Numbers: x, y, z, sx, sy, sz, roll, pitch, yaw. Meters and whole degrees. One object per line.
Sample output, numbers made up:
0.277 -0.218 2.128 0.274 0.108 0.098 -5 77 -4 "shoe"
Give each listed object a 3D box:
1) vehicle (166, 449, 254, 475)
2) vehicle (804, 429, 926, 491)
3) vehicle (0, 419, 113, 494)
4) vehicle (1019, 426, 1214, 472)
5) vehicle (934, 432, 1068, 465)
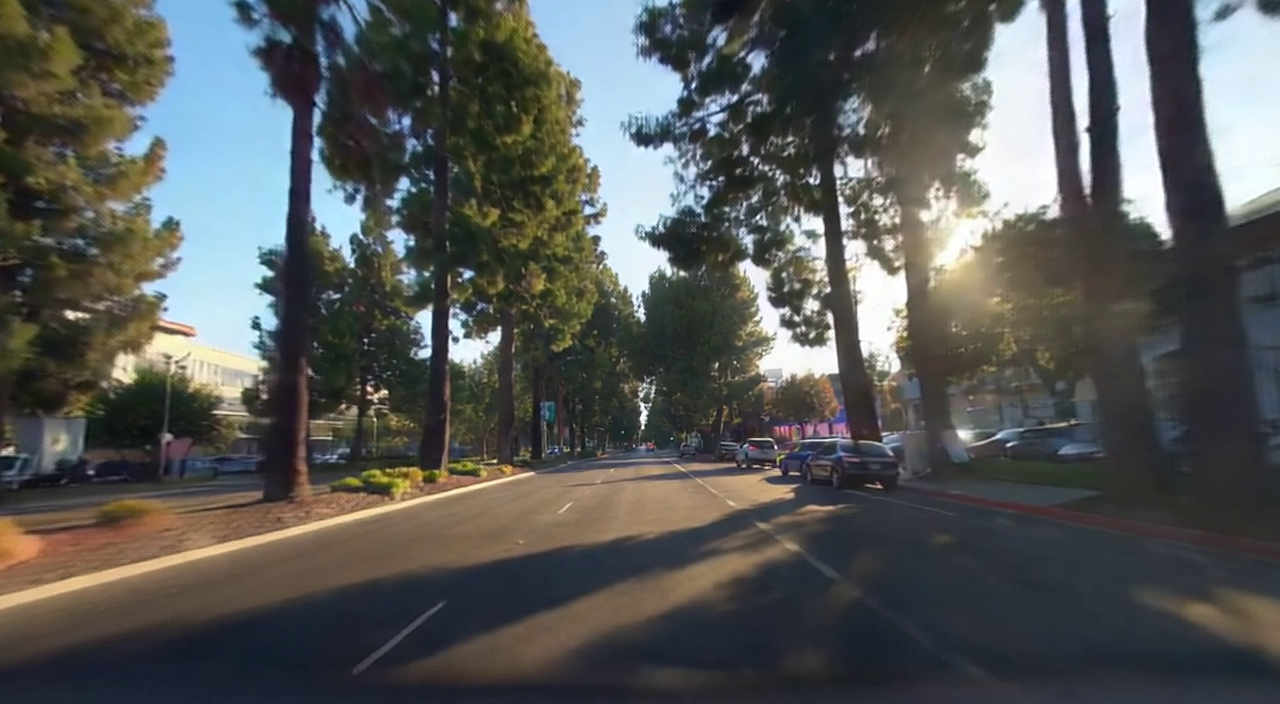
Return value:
-32.196 8.261 47.312 4.963 1.714 2.311 -2 -9 -1 "vehicle"
7.027 3.424 20.340 2.084 1.736 4.754 0 -8 -1 "vehicle"
-33.056 5.535 33.456 7.106 3.726 3.230 0 -8 1 "vehicle"
16.785 3.458 22.415 5.222 1.515 2.044 0 -9 -1 "vehicle"
16.898 4.539 29.671 4.906 1.429 2.234 0 -9 -1 "vehicle"
